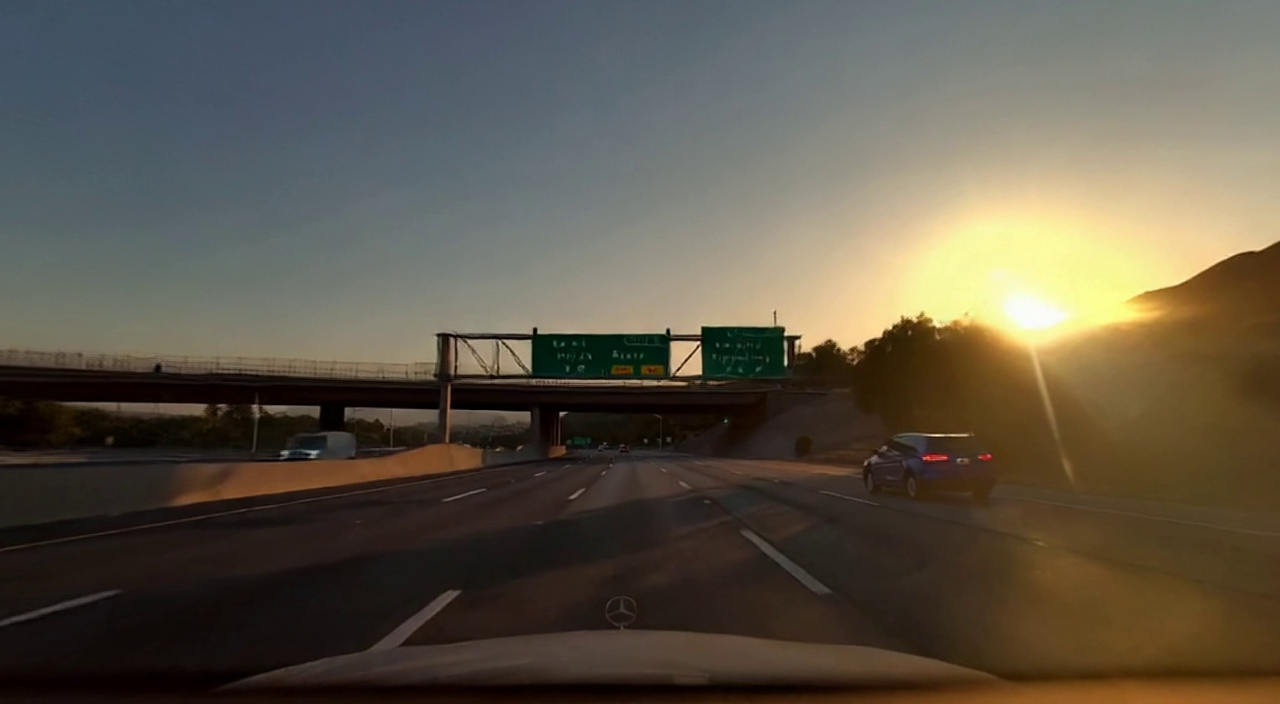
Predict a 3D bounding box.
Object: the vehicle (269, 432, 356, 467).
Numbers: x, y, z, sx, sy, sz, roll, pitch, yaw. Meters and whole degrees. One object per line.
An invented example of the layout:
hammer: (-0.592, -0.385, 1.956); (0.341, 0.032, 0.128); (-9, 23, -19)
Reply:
vehicle: (-19.332, 5.796, 37.503); (2.232, 1.919, 5.412); (0, -9, 0)

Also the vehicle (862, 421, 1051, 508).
vehicle: (7.094, 2.577, 14.774); (2.091, 1.711, 4.383); (0, -9, -1)
